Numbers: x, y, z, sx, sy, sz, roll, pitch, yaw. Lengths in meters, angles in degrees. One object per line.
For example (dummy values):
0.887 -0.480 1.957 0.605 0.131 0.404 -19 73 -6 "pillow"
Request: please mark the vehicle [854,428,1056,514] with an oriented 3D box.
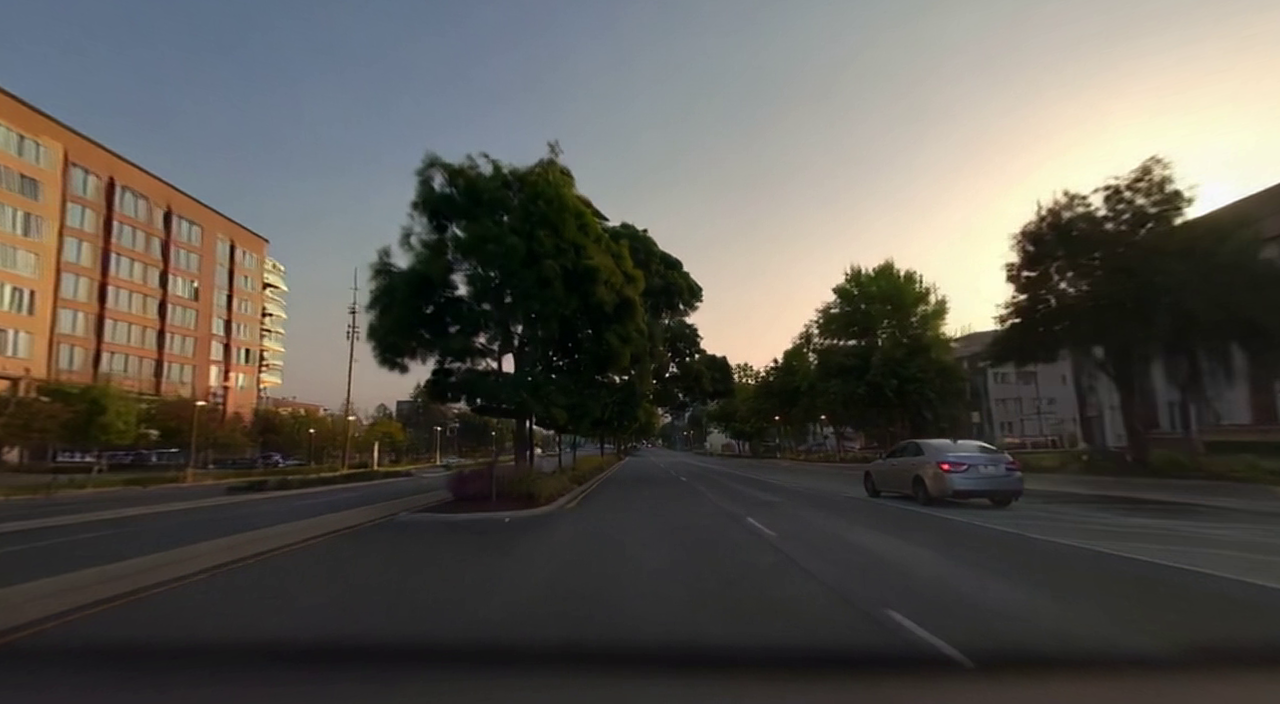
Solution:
6.452 2.490 13.731 1.913 1.504 4.738 0 -9 -1 "vehicle"
